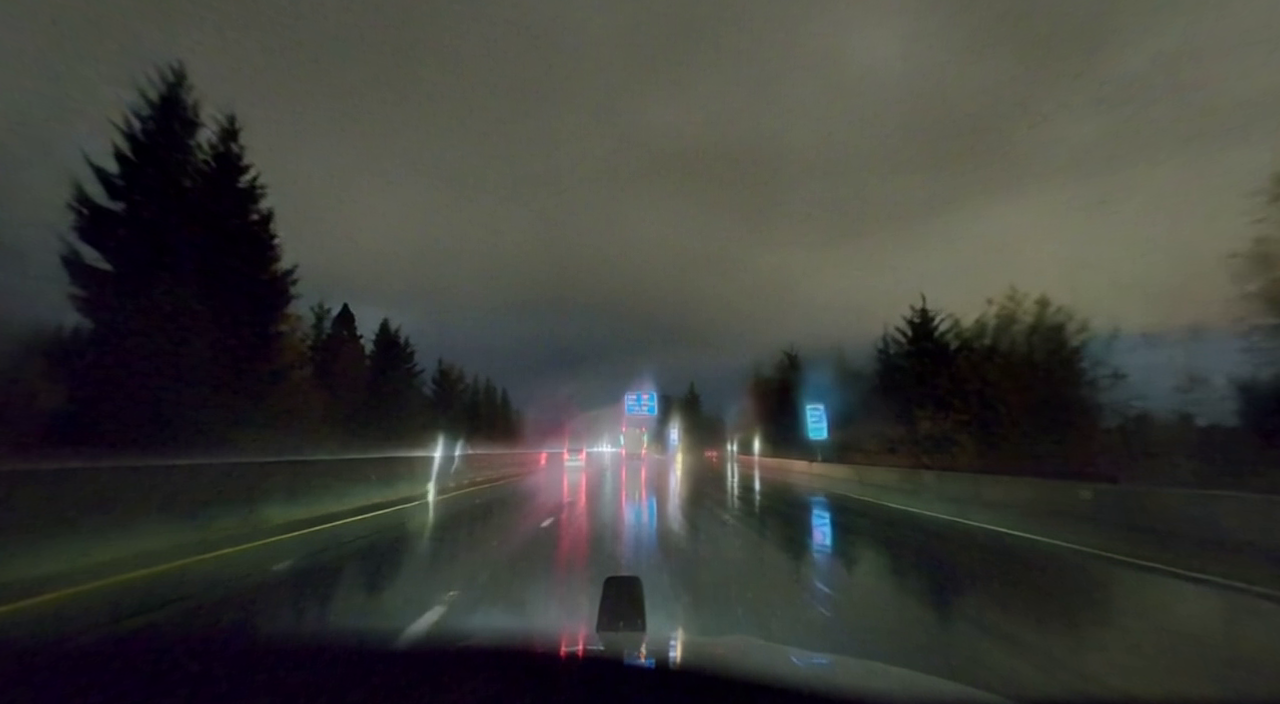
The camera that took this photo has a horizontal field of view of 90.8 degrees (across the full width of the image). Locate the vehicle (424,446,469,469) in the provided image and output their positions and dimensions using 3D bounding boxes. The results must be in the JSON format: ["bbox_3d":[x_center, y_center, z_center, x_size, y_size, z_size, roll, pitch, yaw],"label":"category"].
[{"bbox_3d":[-13.427,7.335,44.015,1.813,1.455,4.341,0,-9,0],"label":"vehicle"}]

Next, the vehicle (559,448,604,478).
[{"bbox_3d":[-3.201,6.200,35.554,2.184,1.574,5.004,0,-9,-1],"label":"vehicle"}]
